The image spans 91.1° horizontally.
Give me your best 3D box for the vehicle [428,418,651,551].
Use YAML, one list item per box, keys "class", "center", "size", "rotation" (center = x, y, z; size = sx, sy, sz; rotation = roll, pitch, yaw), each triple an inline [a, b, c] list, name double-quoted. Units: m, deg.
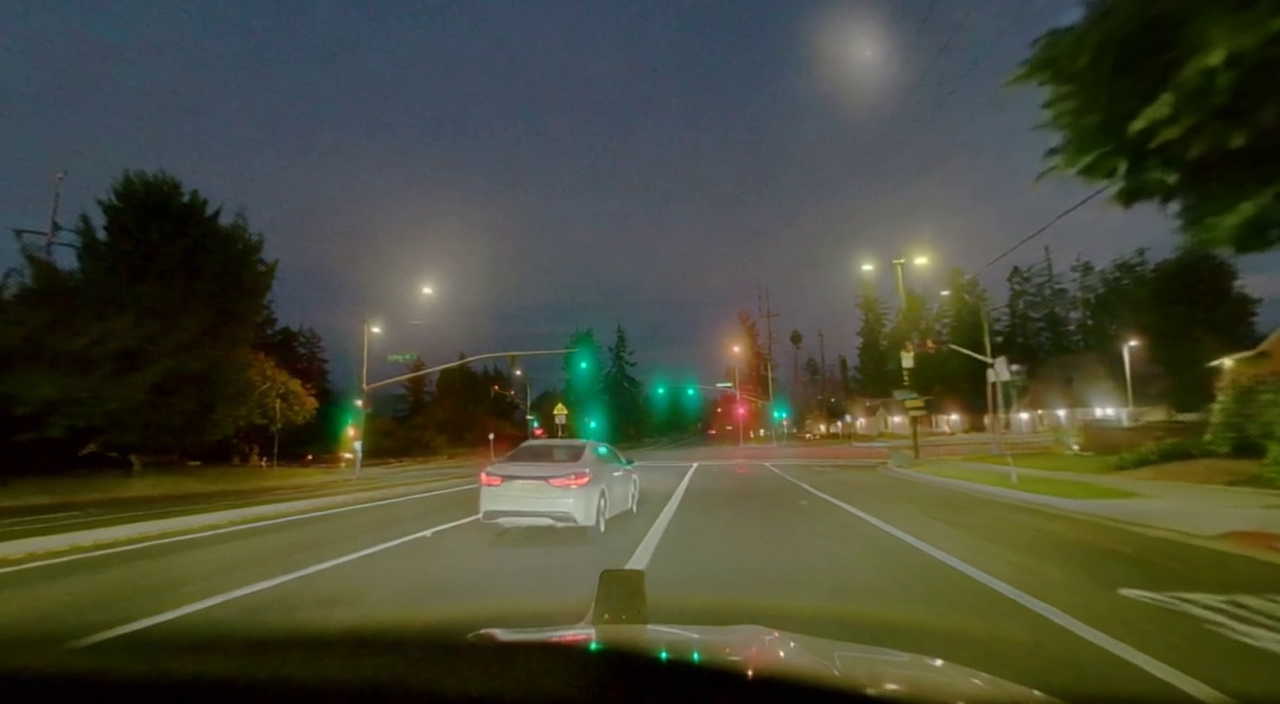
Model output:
- class: "vehicle"
  center: [-1.196, 1.945, 10.069]
  size: [2.139, 1.564, 4.901]
  rotation: [-1, -8, 8]
